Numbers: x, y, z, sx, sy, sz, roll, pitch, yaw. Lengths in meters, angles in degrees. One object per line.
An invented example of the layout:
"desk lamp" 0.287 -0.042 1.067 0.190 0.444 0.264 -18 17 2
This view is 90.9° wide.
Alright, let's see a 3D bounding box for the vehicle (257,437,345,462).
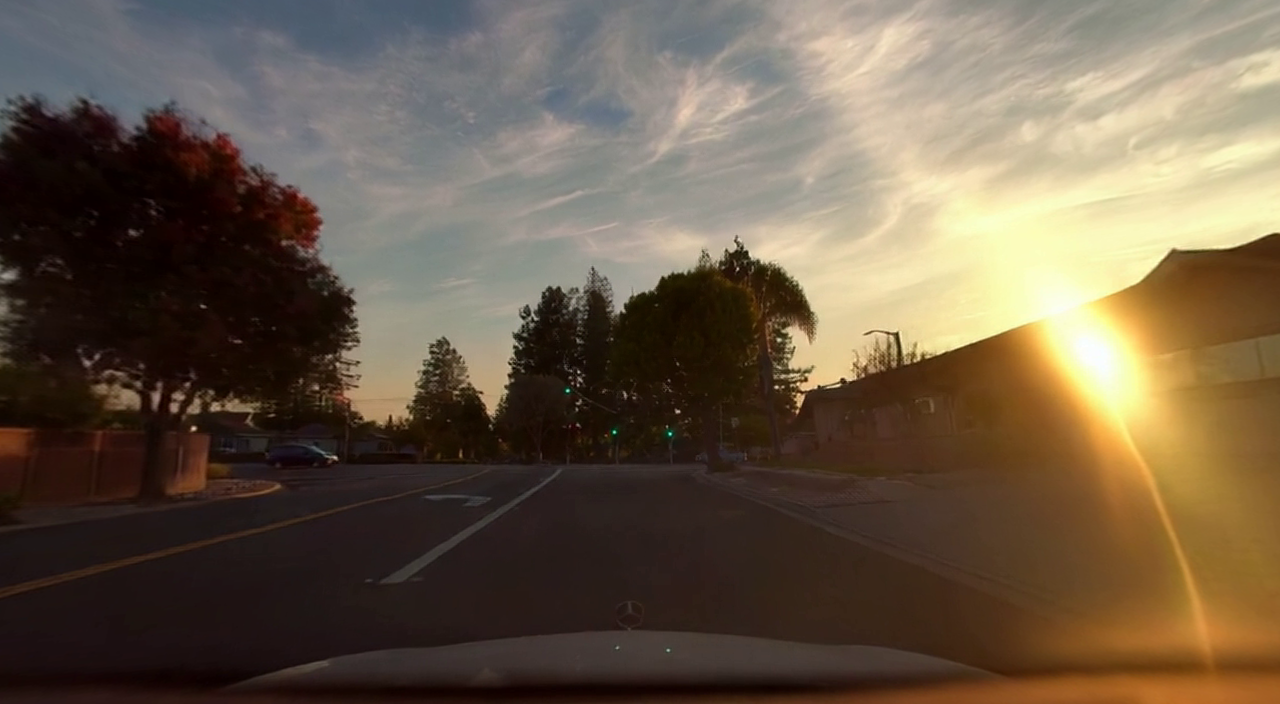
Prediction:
"vehicle" -24.728 7.114 46.186 5.107 1.749 2.254 0 -8 -6
